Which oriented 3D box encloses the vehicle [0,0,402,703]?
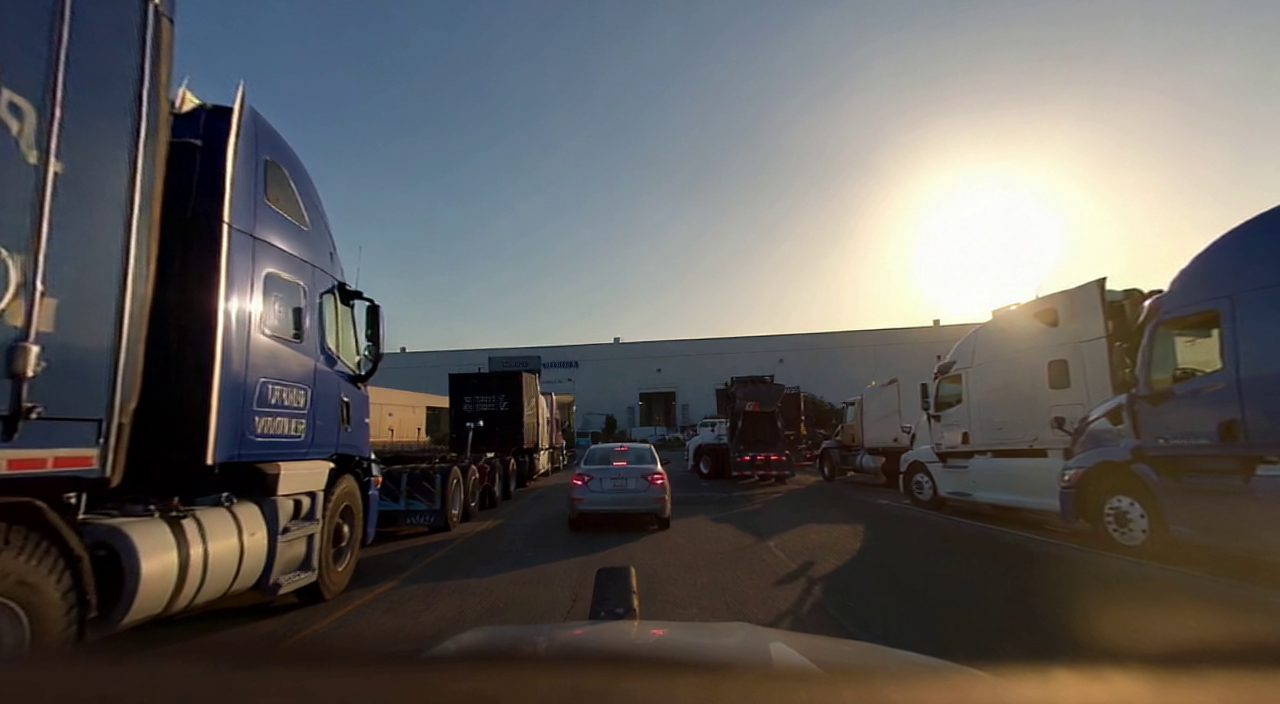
[{"bbox_3d":[-3.949,0.080,2.074,2.986,3.391,9.523,0,-9,-3],"label":"vehicle"}]

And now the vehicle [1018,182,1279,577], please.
[{"bbox_3d":[11.159,-0.107,4.717,13.564,4.152,3.110,-9,-12,42],"label":"vehicle"}]

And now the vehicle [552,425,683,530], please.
[{"bbox_3d":[-0.386,2.368,12.277,2.140,1.682,3.971,0,-9,0],"label":"vehicle"}]

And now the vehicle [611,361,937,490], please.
[{"bbox_3d":[4.447,3.260,26.560,2.877,4.124,14.516,4,-9,-41],"label":"vehicle"}]
